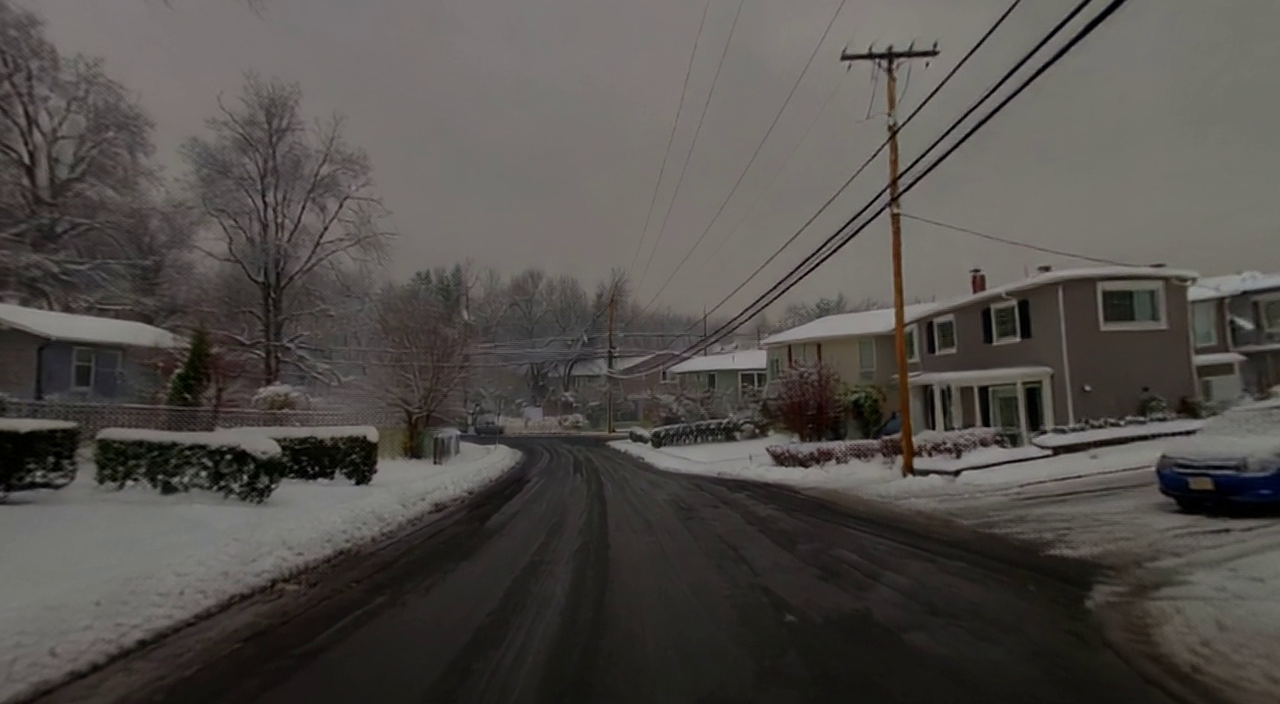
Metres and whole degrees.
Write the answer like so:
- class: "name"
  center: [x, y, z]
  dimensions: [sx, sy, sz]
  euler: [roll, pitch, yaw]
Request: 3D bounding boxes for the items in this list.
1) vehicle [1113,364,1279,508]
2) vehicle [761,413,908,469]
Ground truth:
- class: "vehicle"
  center: [10.617, 1.430, 10.187]
  dimensions: [4.443, 1.948, 2.230]
  euler: [2, -13, -16]
- class: "vehicle"
  center: [7.856, 3.656, 25.426]
  dimensions: [5.663, 1.913, 2.170]
  euler: [6, -11, -25]
